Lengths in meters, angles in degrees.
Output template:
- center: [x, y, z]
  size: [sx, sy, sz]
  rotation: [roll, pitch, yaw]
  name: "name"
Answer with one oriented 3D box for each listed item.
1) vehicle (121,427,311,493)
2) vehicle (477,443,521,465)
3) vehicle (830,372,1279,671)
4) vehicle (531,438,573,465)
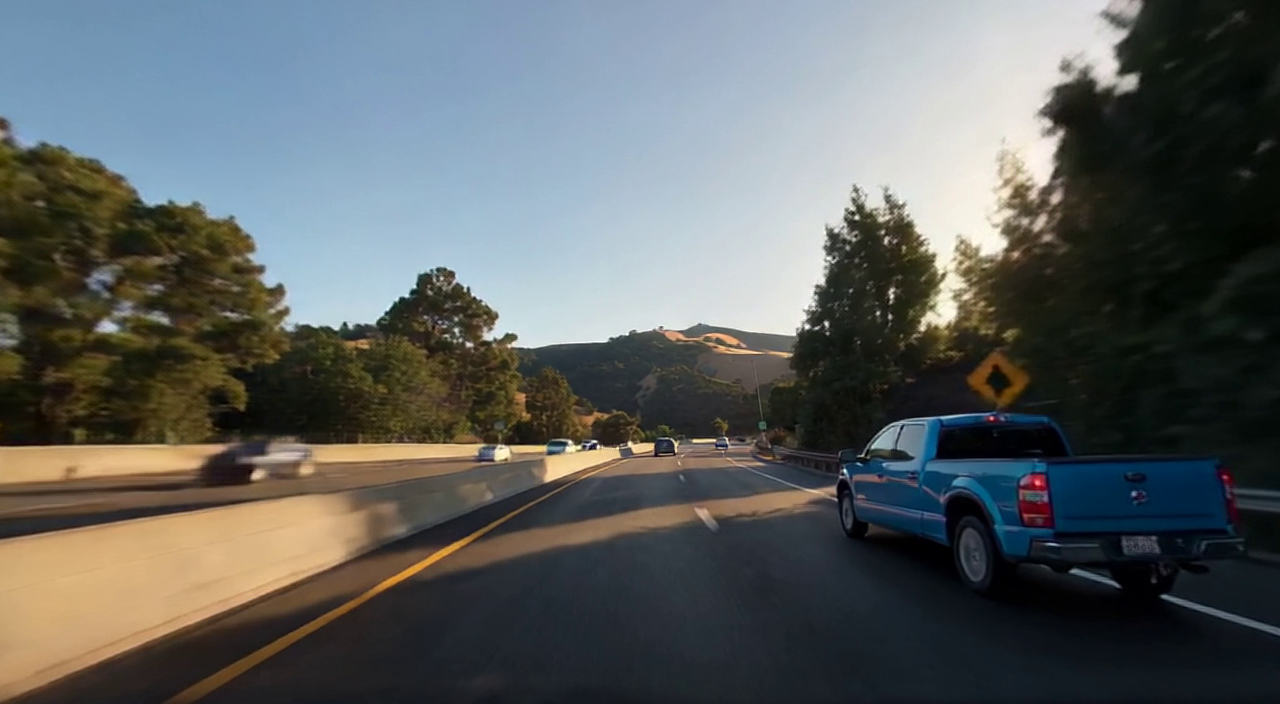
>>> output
- center: [-14.306, 3.685, 21.985]
  size: [2.563, 1.966, 5.726]
  rotation: [0, -8, 1]
  name: "vehicle"
- center: [-9.999, 7.232, 45.119]
  size: [1.879, 1.455, 4.538]
  rotation: [0, -8, 4]
  name: "vehicle"
- center: [3.667, 1.325, 6.132]
  size: [2.151, 1.744, 4.709]
  rotation: [0, -8, 0]
  name: "vehicle"
- center: [-6.167, 7.021, 44.896]
  size: [2.041, 1.776, 4.570]
  rotation: [0, -8, 4]
  name: "vehicle"
